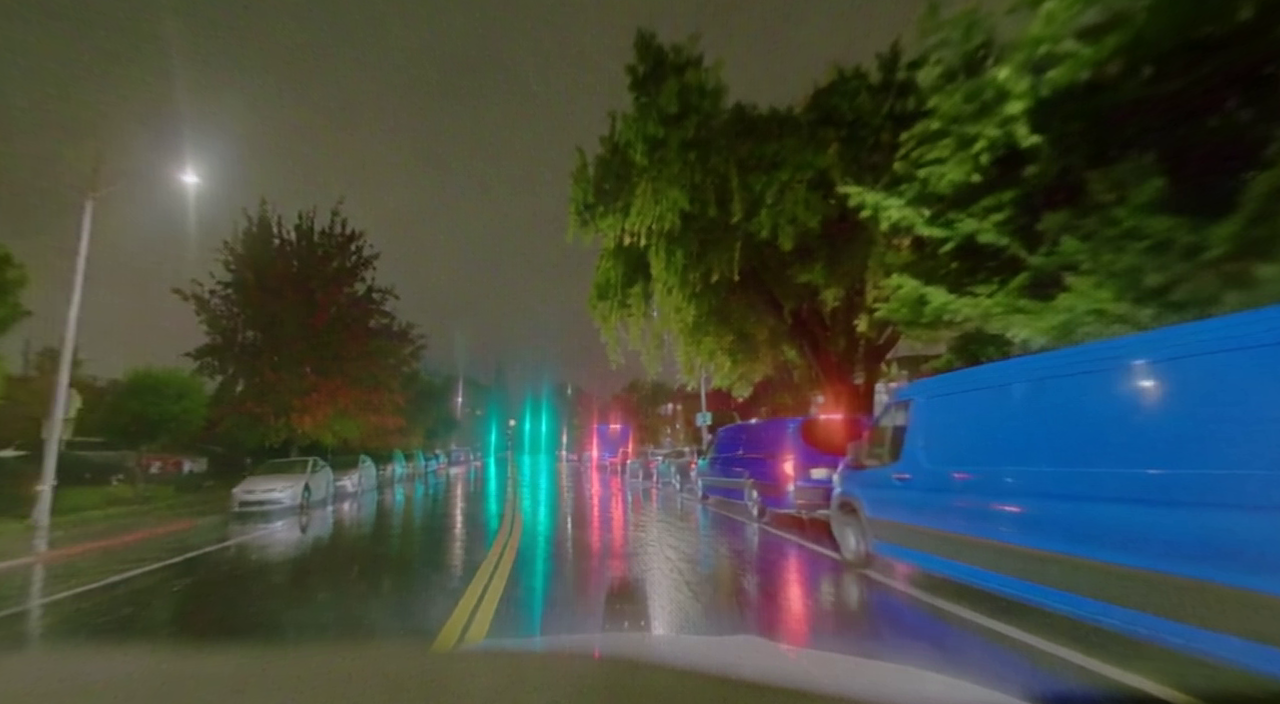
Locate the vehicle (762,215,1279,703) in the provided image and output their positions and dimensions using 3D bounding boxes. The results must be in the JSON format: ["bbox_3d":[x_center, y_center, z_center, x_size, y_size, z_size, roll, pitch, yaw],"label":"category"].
[{"bbox_3d":[4.016,0.766,4.457,3.041,2.164,10.370,-1,-9,-7],"label":"vehicle"}]

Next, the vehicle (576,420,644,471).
[{"bbox_3d":[-2.054,5.851,39.553,3.089,2.882,6.770,1,-9,-13],"label":"vehicle"}]

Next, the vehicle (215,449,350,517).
[{"bbox_3d":[-9.384,3.402,16.973,1.950,1.489,4.214,0,-8,-12],"label":"vehicle"}]

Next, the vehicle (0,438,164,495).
[{"bbox_3d":[-18.782,3.735,20.758,4.422,1.689,2.021,0,-9,-7],"label":"vehicle"}]
